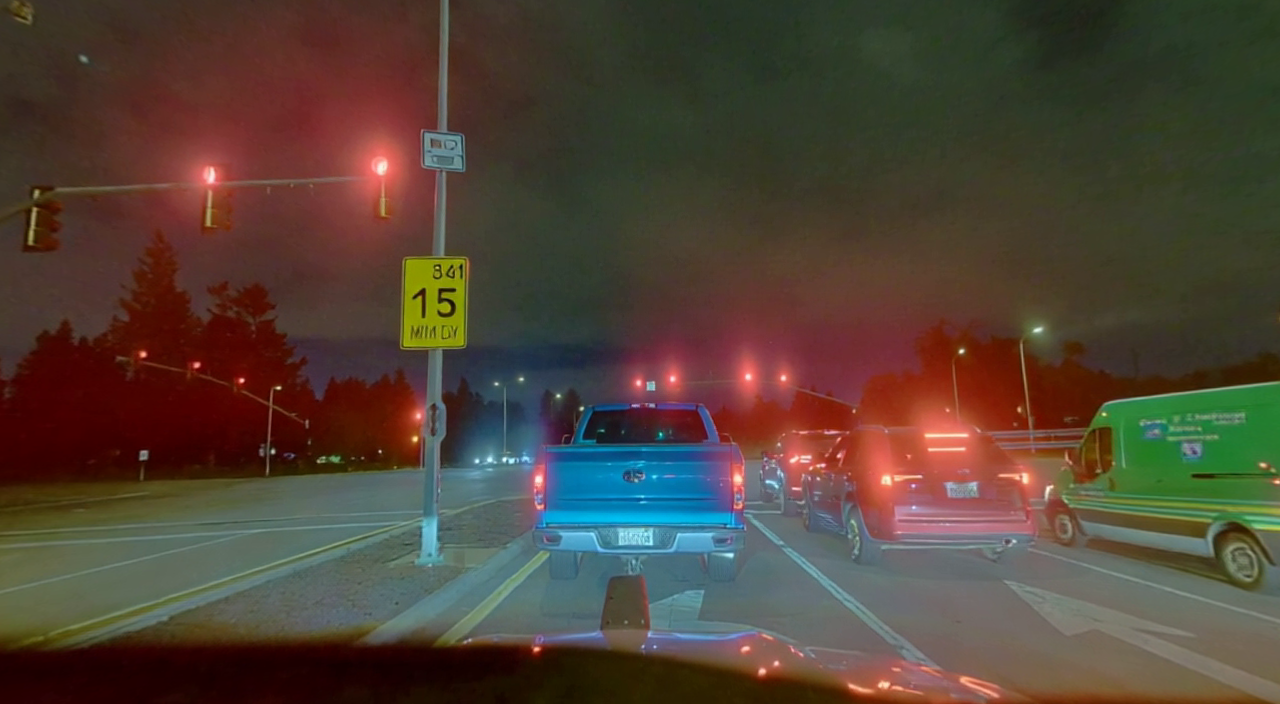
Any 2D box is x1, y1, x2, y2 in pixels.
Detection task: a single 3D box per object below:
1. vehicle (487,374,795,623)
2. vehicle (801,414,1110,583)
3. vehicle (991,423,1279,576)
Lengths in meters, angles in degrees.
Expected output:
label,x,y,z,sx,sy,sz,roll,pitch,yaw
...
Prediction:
label,x,y,z,sx,sy,sz,roll,pitch,yaw
vehicle,0.042,1.472,7.341,2.326,1.880,4.964,0,-8,1
vehicle,3.576,1.718,8.188,1.981,1.616,4.006,0,-8,1
vehicle,6.835,1.741,8.285,1.973,1.470,4.228,0,-8,-1
